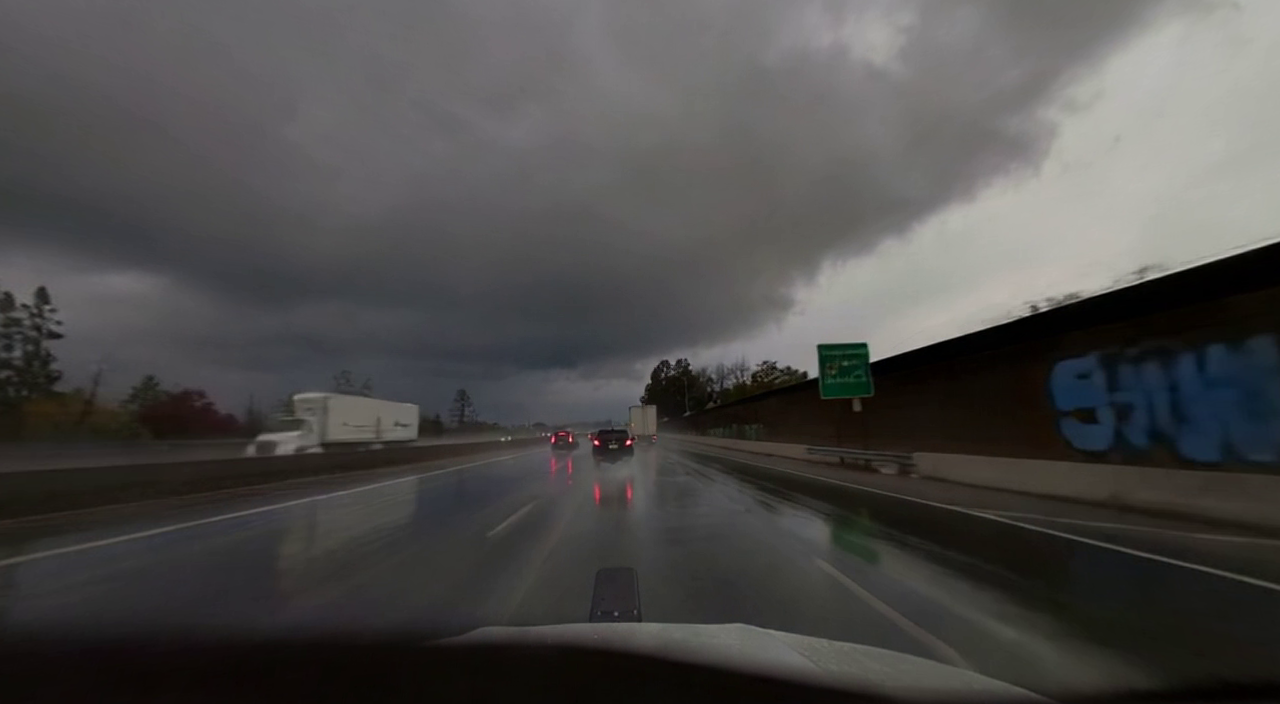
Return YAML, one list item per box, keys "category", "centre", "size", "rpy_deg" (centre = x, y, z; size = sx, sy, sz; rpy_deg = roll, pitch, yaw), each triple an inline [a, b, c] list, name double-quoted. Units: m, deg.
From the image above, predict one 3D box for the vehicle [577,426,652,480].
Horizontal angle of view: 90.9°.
- category: "vehicle"
  centre: [-0.730, 3.038, 19.236]
  size: [2.044, 1.477, 3.693]
  rpy_deg: [0, -8, -1]

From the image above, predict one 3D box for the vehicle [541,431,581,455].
- category: "vehicle"
  centre: [-5.032, 5.864, 40.759]
  size: [2.022, 1.440, 4.491]
  rpy_deg: [0, -8, -1]

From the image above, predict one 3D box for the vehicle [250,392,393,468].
- category: "vehicle"
  centre: [-17.429, 4.467, 35.639]
  size: [2.979, 3.672, 9.989]
  rpy_deg: [0, -8, -1]
